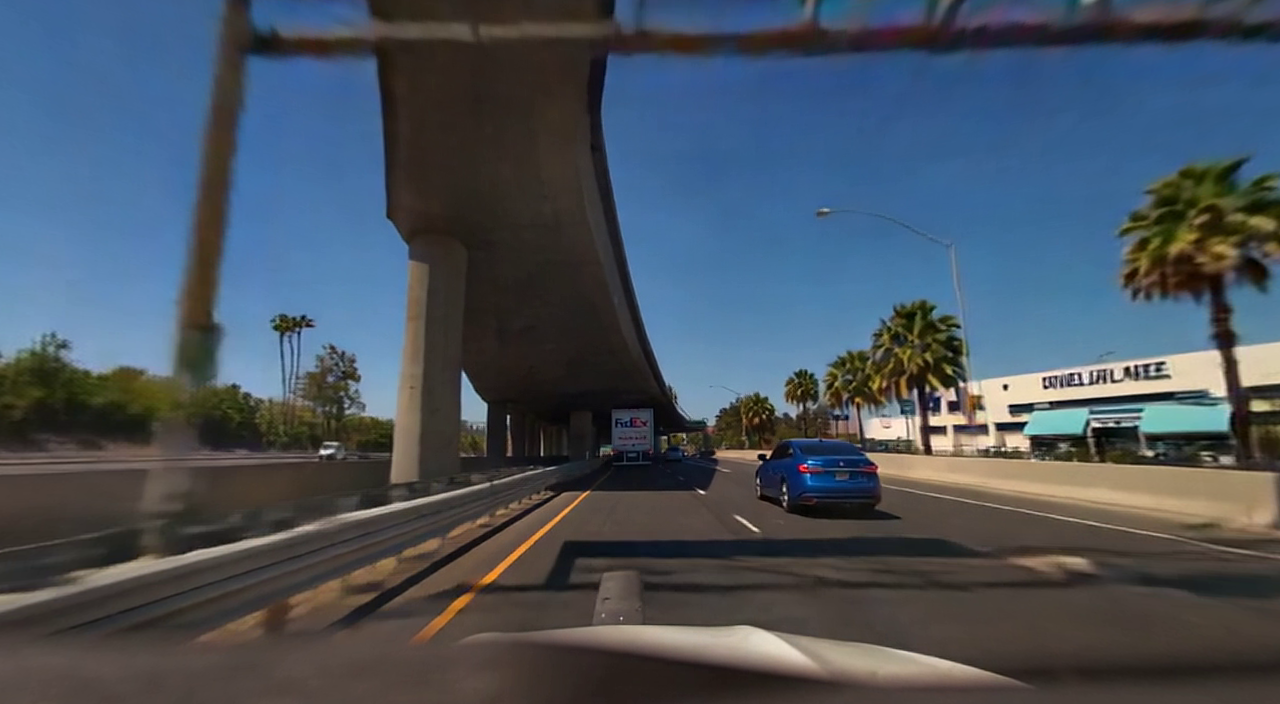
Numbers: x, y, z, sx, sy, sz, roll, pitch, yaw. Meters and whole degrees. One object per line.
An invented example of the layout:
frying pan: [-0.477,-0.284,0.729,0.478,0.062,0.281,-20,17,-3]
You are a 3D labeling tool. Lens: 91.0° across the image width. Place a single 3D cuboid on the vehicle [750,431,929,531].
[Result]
vehicle: [3.526,2.372,12.114,1.966,1.558,4.238,0,-9,-1]
